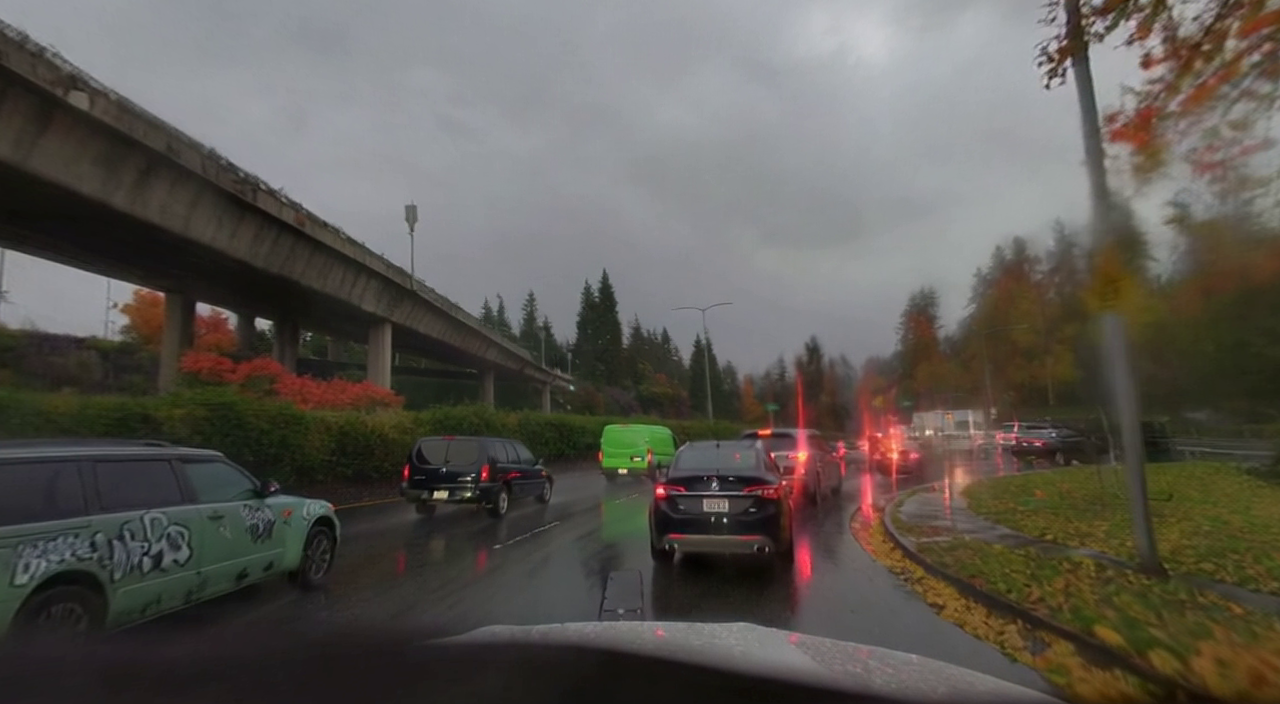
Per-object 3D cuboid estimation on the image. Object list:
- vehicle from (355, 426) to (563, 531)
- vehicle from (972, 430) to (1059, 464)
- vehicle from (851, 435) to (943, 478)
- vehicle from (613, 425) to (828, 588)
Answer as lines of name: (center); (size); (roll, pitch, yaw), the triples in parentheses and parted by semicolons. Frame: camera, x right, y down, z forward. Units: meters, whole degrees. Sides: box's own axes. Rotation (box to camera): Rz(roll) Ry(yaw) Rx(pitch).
vehicle: (-3.043, 2.245, 11.620); (1.921, 1.554, 4.081); (-2, -9, 13)
vehicle: (17.505, 4.438, 29.195); (3.934, 1.485, 1.763); (5, -10, -32)
vehicle: (9.719, 3.890, 23.538); (1.780, 1.446, 3.902); (-9, -12, 44)
vehicle: (1.261, 1.788, 8.037); (2.064, 1.515, 3.722); (-3, -9, 17)
